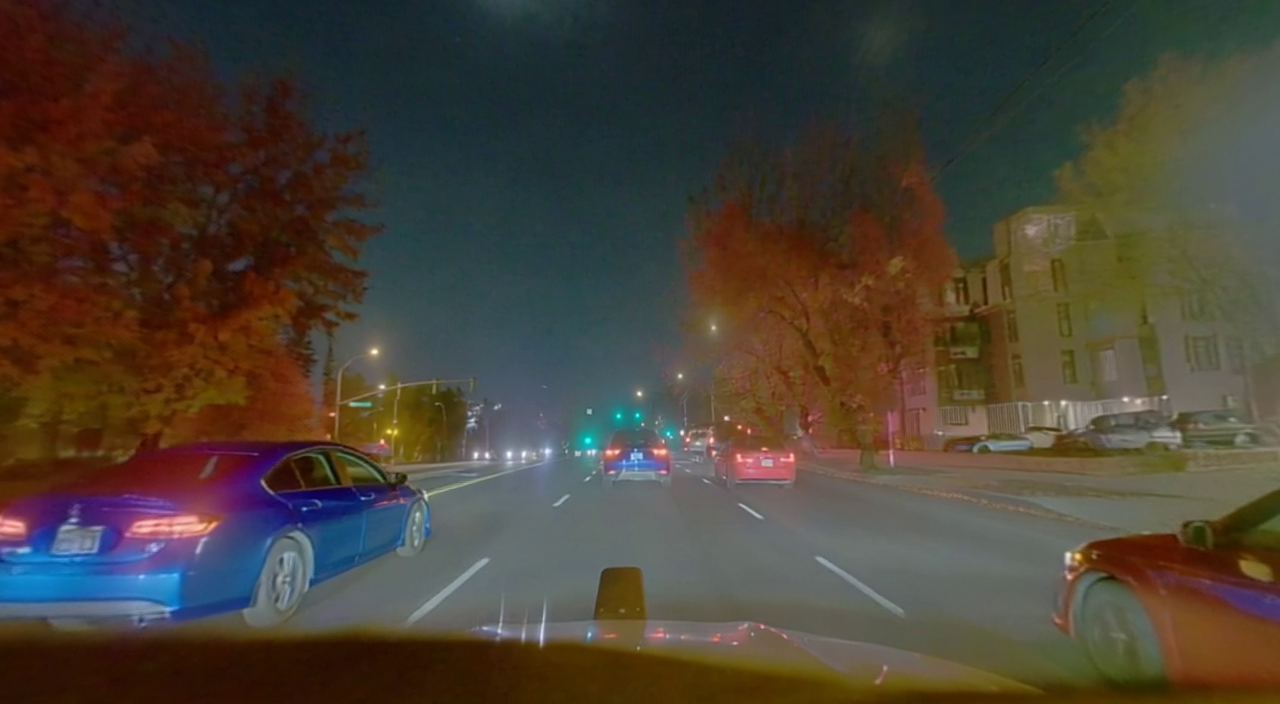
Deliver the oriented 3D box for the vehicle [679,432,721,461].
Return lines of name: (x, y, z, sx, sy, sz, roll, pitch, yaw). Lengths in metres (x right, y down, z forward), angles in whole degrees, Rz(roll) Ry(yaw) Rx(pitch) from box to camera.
vehicle: (3.685, 5.921, 39.208, 2.067, 1.687, 4.163, 0, -8, -2)

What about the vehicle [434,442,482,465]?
vehicle: (-12.398, 6.937, 43.068, 1.984, 1.539, 4.280, 0, -8, 0)

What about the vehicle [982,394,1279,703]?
vehicle: (3.388, 0.858, 2.019, 2.060, 1.474, 4.475, 0, -8, 0)

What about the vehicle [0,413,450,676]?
vehicle: (-3.535, 1.432, 5.914, 1.997, 1.479, 4.547, 0, -8, 1)

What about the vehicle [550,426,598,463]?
vehicle: (-3.831, 5.539, 37.513, 2.246, 2.062, 5.123, 0, -8, 1)

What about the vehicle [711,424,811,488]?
vehicle: (3.462, 3.095, 18.908, 2.019, 1.675, 4.488, 0, -8, -1)

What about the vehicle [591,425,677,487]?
vehicle: (-0.185, 3.114, 19.109, 2.293, 1.662, 4.262, 0, -8, -1)
